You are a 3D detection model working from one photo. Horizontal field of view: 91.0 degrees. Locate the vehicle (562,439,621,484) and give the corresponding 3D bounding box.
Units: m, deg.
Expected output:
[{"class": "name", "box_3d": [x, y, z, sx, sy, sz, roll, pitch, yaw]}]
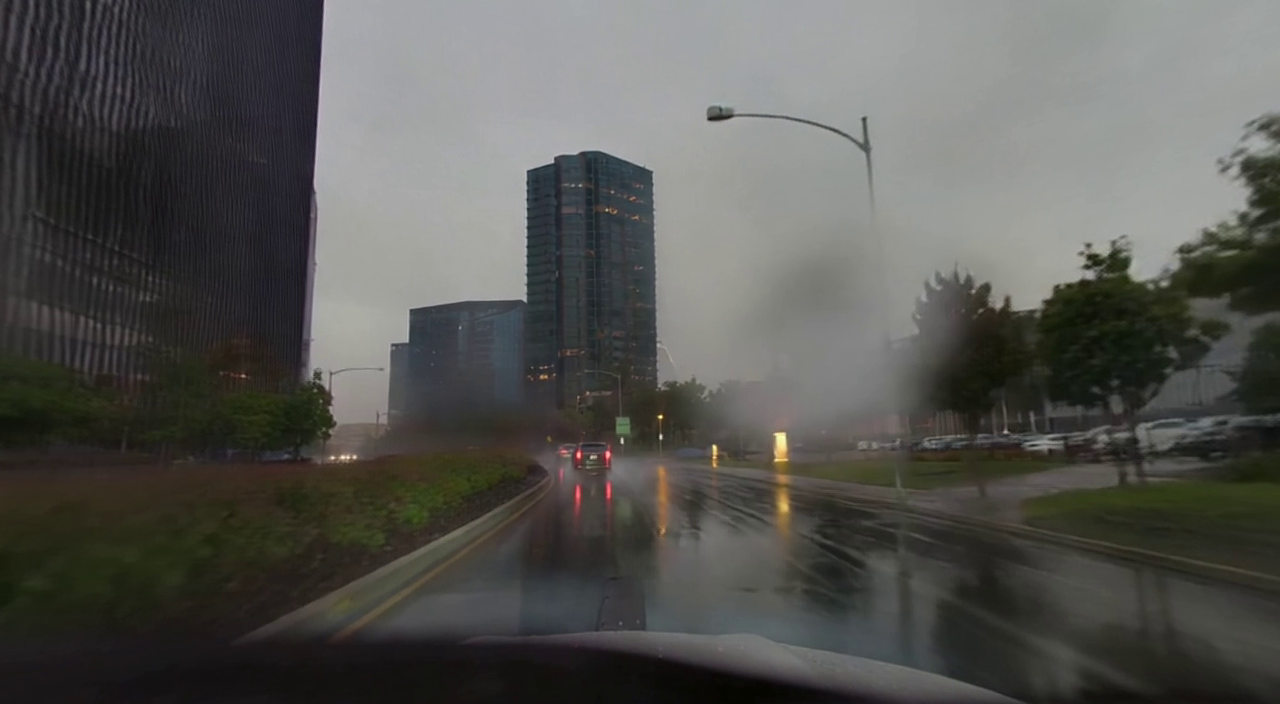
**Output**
[{"class": "vehicle", "box_3d": [-1.979, 4.465, 25.934, 2.183, 1.675, 4.319, 1, -9, -4]}]
